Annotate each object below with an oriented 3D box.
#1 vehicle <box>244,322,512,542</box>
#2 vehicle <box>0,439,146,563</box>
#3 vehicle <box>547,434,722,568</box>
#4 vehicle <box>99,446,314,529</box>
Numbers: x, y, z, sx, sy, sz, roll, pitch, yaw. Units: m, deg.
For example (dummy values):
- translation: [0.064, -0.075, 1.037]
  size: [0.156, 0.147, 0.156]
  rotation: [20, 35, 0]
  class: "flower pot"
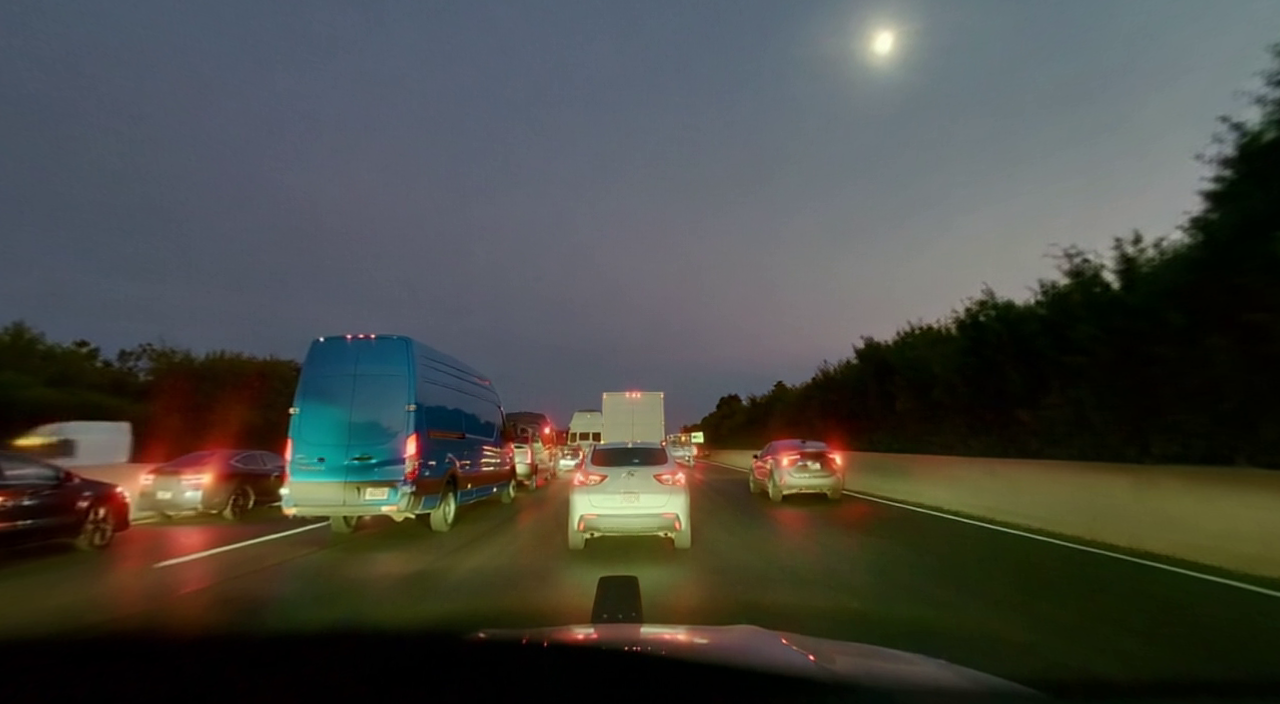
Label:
- translation: [-4.077, 1.520, 11.645]
  size: [2.254, 2.879, 6.656]
  rotation: [0, -9, -2]
  class: "vehicle"
- translation: [-8.815, 1.836, 7.703]
  size: [1.899, 1.503, 4.466]
  rotation: [-1, -9, 1]
  class: "vehicle"
- translation: [-0.097, 1.964, 8.968]
  size: [1.995, 1.495, 3.380]
  rotation: [0, -9, -1]
  class: "vehicle"
- translation: [-8.932, 2.776, 13.496]
  size: [1.797, 1.466, 3.924]
  rotation: [0, -9, 0]
  class: "vehicle"
